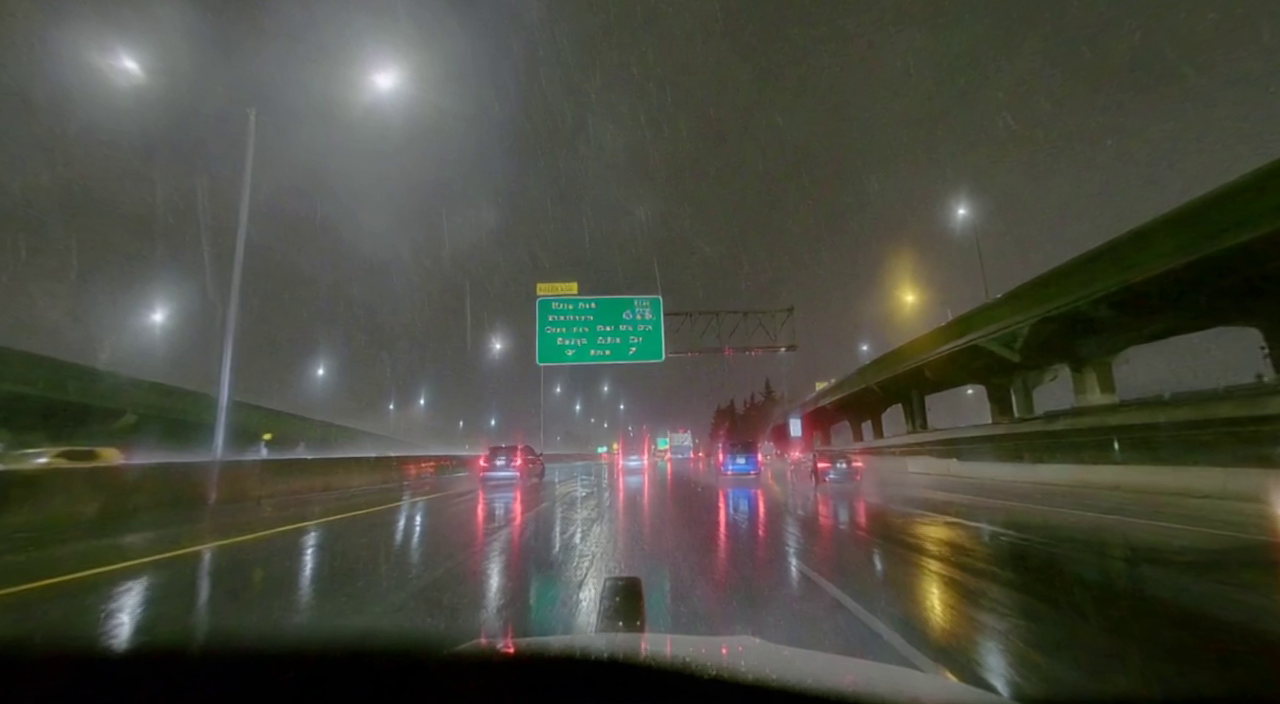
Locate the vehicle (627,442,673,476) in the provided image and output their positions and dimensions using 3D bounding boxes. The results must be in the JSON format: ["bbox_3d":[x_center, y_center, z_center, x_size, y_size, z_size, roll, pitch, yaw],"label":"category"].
[{"bbox_3d":[0.499,5.175,30.661,2.089,1.493,3.964,0,-8,1],"label":"vehicle"}]

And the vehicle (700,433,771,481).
[{"bbox_3d":[3.769,4.239,25.606,2.202,1.748,4.158,0,-9,0],"label":"vehicle"}]

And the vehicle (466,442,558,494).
[{"bbox_3d":[-3.993,3.681,20.355,2.031,1.491,4.145,0,-9,1],"label":"vehicle"}]
